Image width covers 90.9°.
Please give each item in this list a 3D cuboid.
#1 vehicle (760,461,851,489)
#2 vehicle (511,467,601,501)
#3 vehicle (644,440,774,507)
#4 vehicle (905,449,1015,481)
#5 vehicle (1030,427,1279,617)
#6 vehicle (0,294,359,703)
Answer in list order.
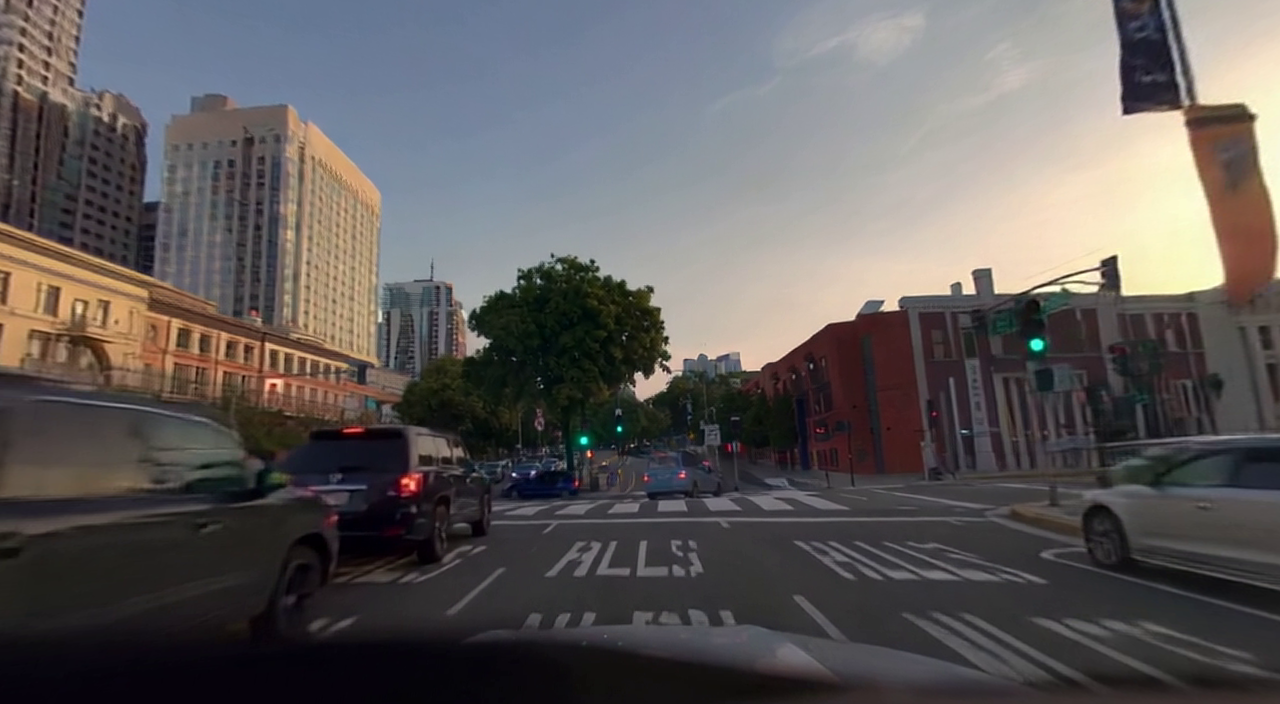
[{"bbox_3d":[8.892,6.638,34.159,4.371,1.439,1.818,0,-9,-1],"label":"vehicle"},{"bbox_3d":[-4.808,7.585,36.411,4.748,1.674,1.969,4,-10,-27],"label":"vehicle"},{"bbox_3d":[2.296,3.616,19.365,2.328,1.746,5.072,-4,-10,26],"label":"vehicle"},{"bbox_3d":[16.966,5.985,33.626,4.749,1.624,1.926,0,-9,0],"label":"vehicle"},{"bbox_3d":[6.014,1.455,5.797,2.056,1.460,4.358,0,-9,0],"label":"vehicle"},{"bbox_3d":[-3.414,0.811,2.859,1.977,1.887,5.068,0,-9,-1],"label":"vehicle"}]
